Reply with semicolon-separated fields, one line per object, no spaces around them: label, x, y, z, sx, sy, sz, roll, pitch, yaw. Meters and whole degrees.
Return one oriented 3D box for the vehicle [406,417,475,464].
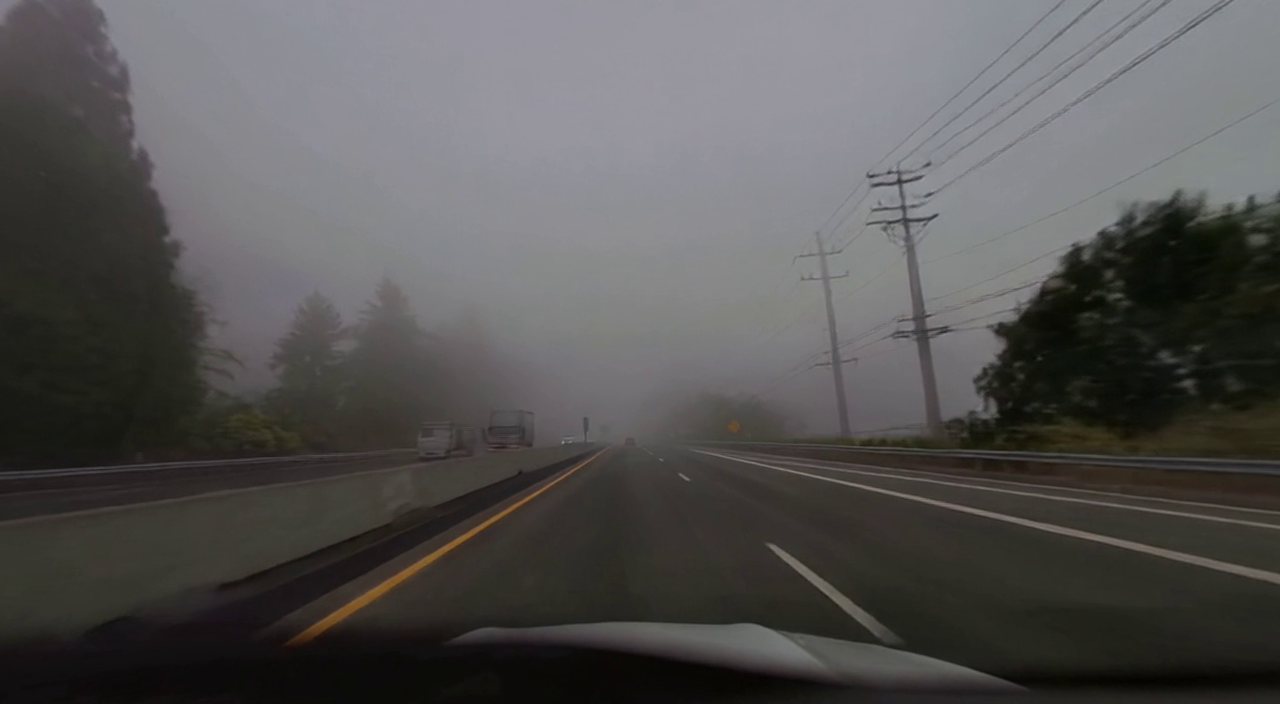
vehicle;-14.317;6.426;45.991;2.713;3.022;7.818;2;-8;-2

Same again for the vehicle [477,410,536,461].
vehicle;-9.544;6.088;45.967;2.646;3.377;7.637;0;-8;0
